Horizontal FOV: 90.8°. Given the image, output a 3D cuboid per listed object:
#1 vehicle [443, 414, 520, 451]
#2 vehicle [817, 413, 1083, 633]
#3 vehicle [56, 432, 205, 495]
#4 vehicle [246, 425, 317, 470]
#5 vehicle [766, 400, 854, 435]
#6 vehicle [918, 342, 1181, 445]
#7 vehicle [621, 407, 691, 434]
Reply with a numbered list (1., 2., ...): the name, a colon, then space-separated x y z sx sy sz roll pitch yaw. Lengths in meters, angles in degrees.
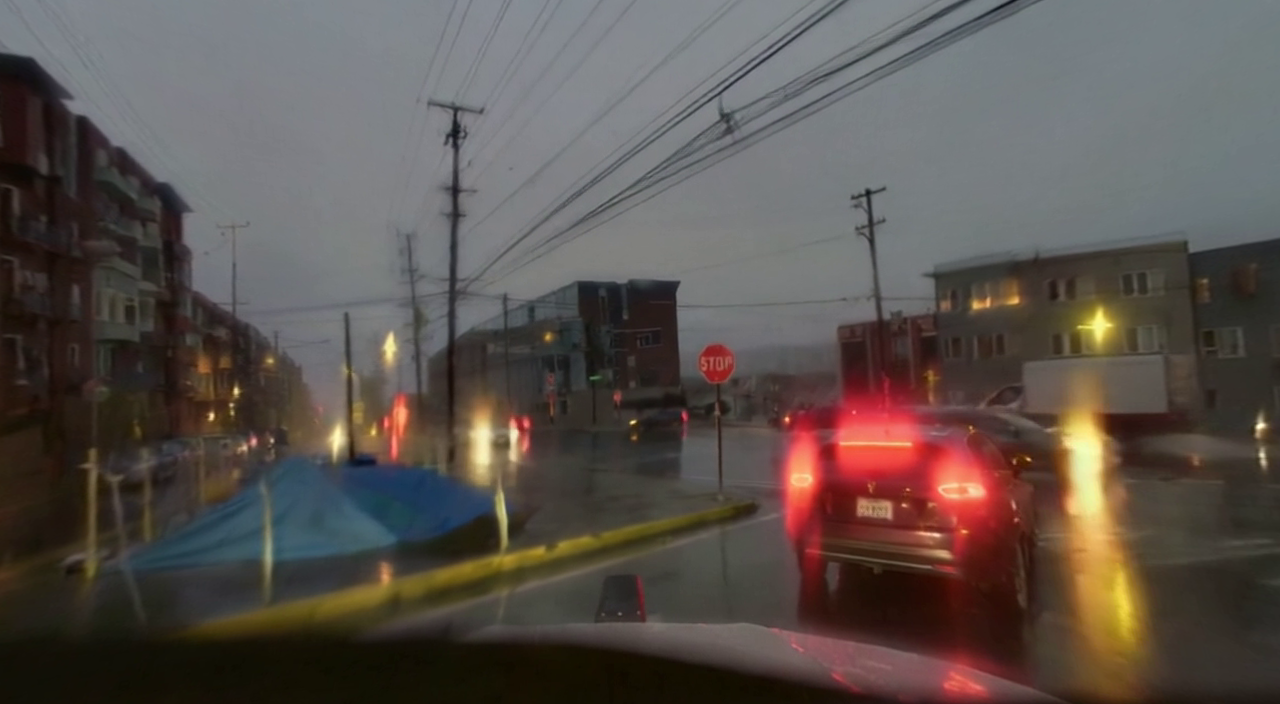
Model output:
1. vehicle: -7.998 4.071 31.647 1.870 1.724 4.320 7 -11 -42
2. vehicle: 3.674 1.625 7.122 1.945 1.647 4.160 -6 -10 33
3. vehicle: -16.541 3.607 20.931 2.054 1.800 5.212 2 -9 -18
4. vehicle: -15.189 4.079 27.008 1.987 1.686 3.971 1 -8 -20
5. vehicle: 9.214 3.617 34.472 1.805 1.694 4.214 7 -11 -43
6. vehicle: 14.056 1.713 22.213 7.172 3.075 2.584 -8 -11 43
7. vehicle: 0.897 4.236 38.820 1.790 1.468 4.422 7 -11 -40
